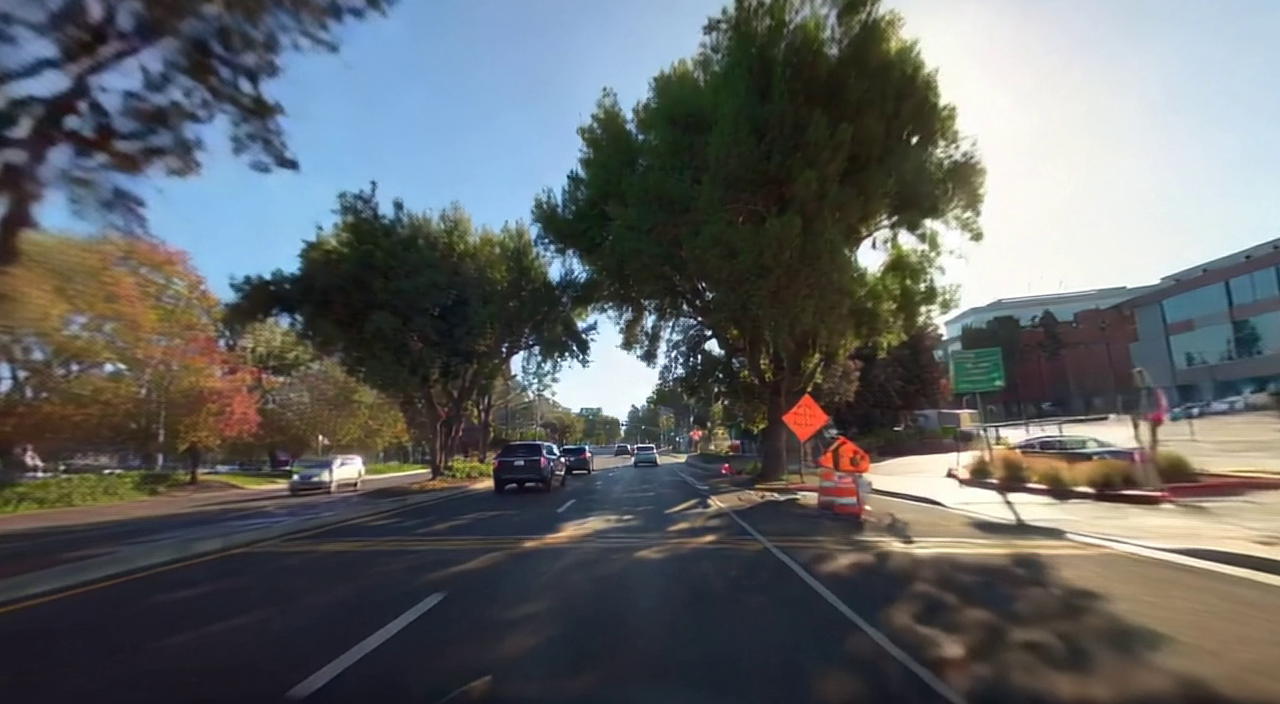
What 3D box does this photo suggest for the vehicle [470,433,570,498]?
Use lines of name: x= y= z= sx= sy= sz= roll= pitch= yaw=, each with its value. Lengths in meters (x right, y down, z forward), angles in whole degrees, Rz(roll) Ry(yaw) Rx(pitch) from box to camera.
vehicle: x=-3.398 y=3.309 z=18.783 sx=2.038 sy=1.682 sz=4.399 roll=0 pitch=-8 yaw=1

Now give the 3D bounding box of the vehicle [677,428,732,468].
vehicle: x=4.316 y=6.633 z=43.659 sx=2.760 sy=2.465 sz=7.936 roll=0 pitch=-8 yaw=-1

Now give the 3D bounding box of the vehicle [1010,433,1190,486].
vehicle: x=14.117 y=3.315 z=19.800 sx=1.969 sy=1.457 sz=4.719 roll=0 pitch=-8 yaw=-2

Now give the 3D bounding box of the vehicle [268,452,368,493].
vehicle: x=-13.830 y=5.175 z=27.376 sx=1.826 sy=1.553 sz=4.293 roll=-1 pitch=-8 yaw=4

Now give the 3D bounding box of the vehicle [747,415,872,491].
vehicle: x=5.592 y=3.497 z=22.091 sx=2.653 sy=2.231 sz=6.793 roll=0 pitch=-8 yaw=1
